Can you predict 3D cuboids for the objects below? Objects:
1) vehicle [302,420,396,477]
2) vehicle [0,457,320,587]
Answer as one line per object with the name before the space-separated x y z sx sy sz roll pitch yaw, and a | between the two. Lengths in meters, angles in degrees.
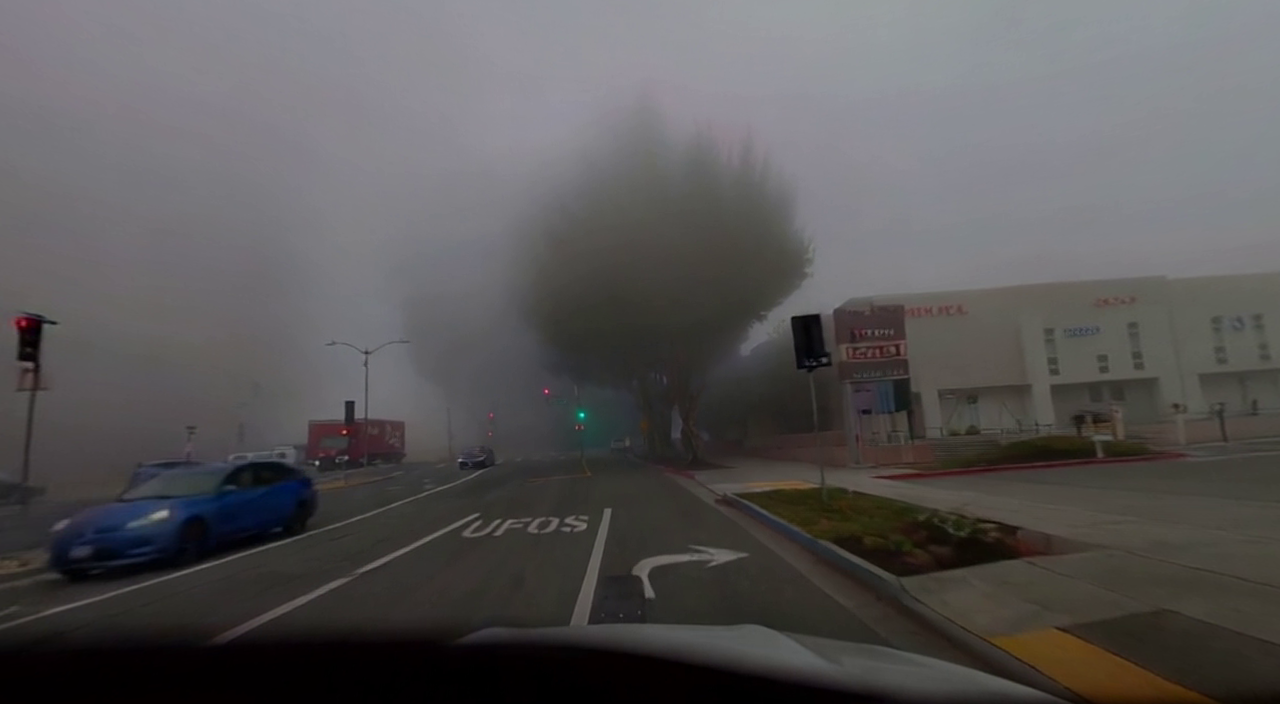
vehicle | -21.789 7.276 47.693 3.045 3.961 6.104 -3 -9 15
vehicle | -7.265 2.517 10.233 1.899 1.517 4.384 0 -8 -1
